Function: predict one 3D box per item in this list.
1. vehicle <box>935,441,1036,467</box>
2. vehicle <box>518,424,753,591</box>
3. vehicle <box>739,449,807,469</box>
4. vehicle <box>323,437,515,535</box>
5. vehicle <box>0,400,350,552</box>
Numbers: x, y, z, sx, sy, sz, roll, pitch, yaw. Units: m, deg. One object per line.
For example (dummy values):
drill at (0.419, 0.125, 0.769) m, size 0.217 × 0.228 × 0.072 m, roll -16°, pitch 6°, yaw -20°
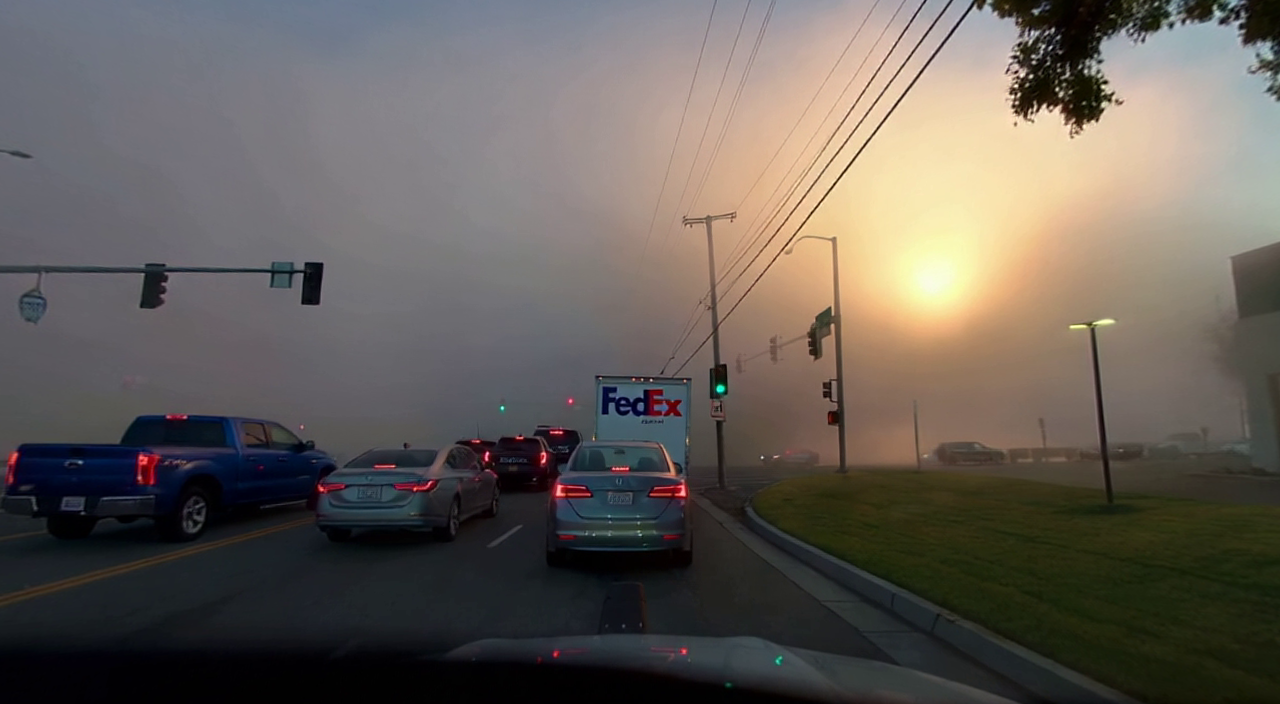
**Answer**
vehicle at (20.222, 5.989, 36.873) m, size 4.794 × 1.481 × 1.968 m, roll 0°, pitch -8°, yaw -3°
vehicle at (-0.043, 1.747, 7.950) m, size 2.145 × 1.513 × 4.269 m, roll 0°, pitch -9°, yaw 0°
vehicle at (10.283, 8.286, 48.658) m, size 4.841 × 1.494 × 1.829 m, roll 1°, pitch -9°, yaw -5°
vehicle at (-3.863, 2.395, 11.937) m, size 1.949 × 1.487 × 4.390 m, roll 0°, pitch -9°, yaw 1°
vehicle at (-7.283, 1.979, 10.743) m, size 2.125 × 1.893 × 5.498 m, roll 0°, pitch -9°, yaw -2°
